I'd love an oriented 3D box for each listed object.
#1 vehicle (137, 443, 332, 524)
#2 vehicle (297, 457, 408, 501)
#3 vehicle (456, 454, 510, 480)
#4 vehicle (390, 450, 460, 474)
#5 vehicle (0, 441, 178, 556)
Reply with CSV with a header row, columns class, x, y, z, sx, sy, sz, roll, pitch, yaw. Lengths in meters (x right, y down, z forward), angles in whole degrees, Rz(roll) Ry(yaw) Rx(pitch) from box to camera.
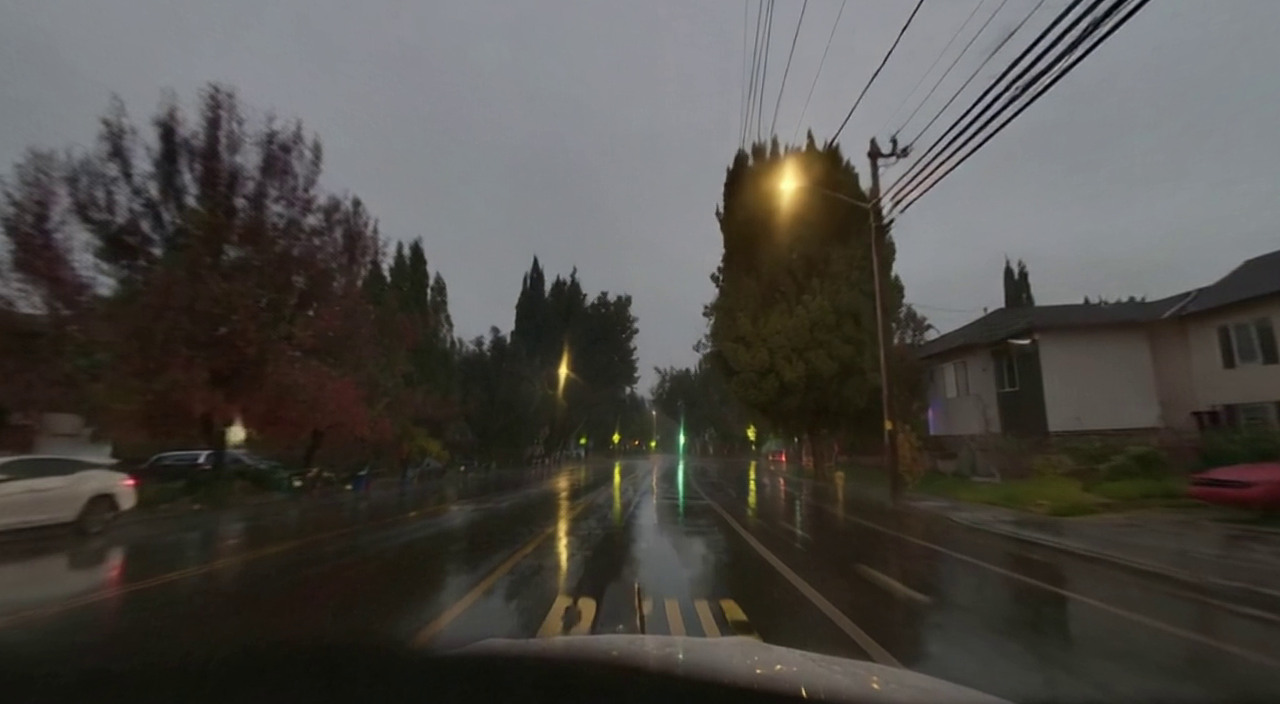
class,x,y,z,sx,sy,sz,roll,pitch,yaw
vehicle,-11.610,3.776,18.696,2.114,1.925,5.449,-3,-9,1
vehicle,-11.192,4.951,24.910,1.908,1.491,4.627,-1,-9,4
vehicle,-10.120,7.452,40.959,1.945,1.514,4.635,-1,-9,6
vehicle,-15.719,8.060,46.171,4.411,1.737,1.950,0,-9,-3
vehicle,-11.740,2.658,11.472,2.225,1.887,5.672,-3,-9,1
